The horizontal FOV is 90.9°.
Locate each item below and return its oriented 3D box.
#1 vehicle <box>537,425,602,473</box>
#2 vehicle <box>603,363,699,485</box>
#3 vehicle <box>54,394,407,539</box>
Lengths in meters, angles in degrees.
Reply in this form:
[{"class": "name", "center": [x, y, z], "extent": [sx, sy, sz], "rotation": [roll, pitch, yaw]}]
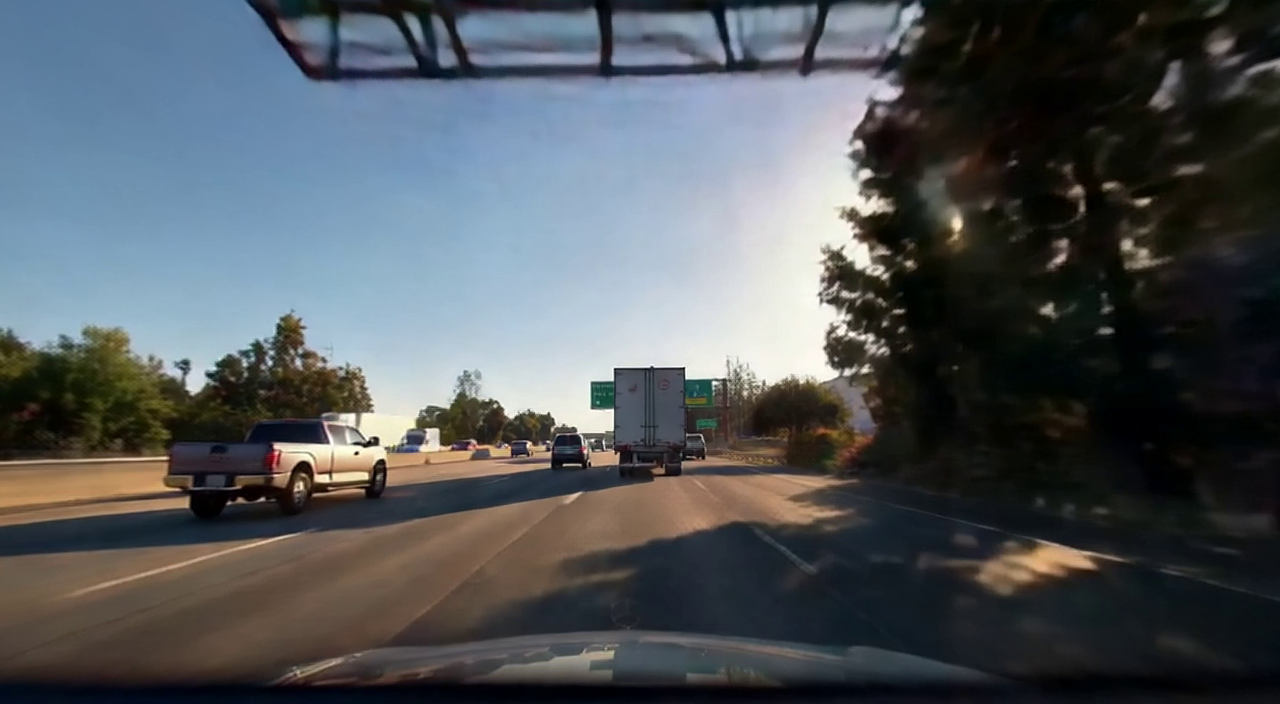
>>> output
[{"class": "vehicle", "center": [-3.233, 4.682, 30.559], "extent": [2.379, 2.075, 6.169], "rotation": [0, -9, 1]}, {"class": "vehicle", "center": [0.298, 2.953, 24.479], "extent": [2.941, 3.794, 9.851], "rotation": [0, -9, 0]}, {"class": "vehicle", "center": [-6.745, 2.019, 11.701], "extent": [2.479, 1.978, 5.952], "rotation": [0, -9, 1]}]
